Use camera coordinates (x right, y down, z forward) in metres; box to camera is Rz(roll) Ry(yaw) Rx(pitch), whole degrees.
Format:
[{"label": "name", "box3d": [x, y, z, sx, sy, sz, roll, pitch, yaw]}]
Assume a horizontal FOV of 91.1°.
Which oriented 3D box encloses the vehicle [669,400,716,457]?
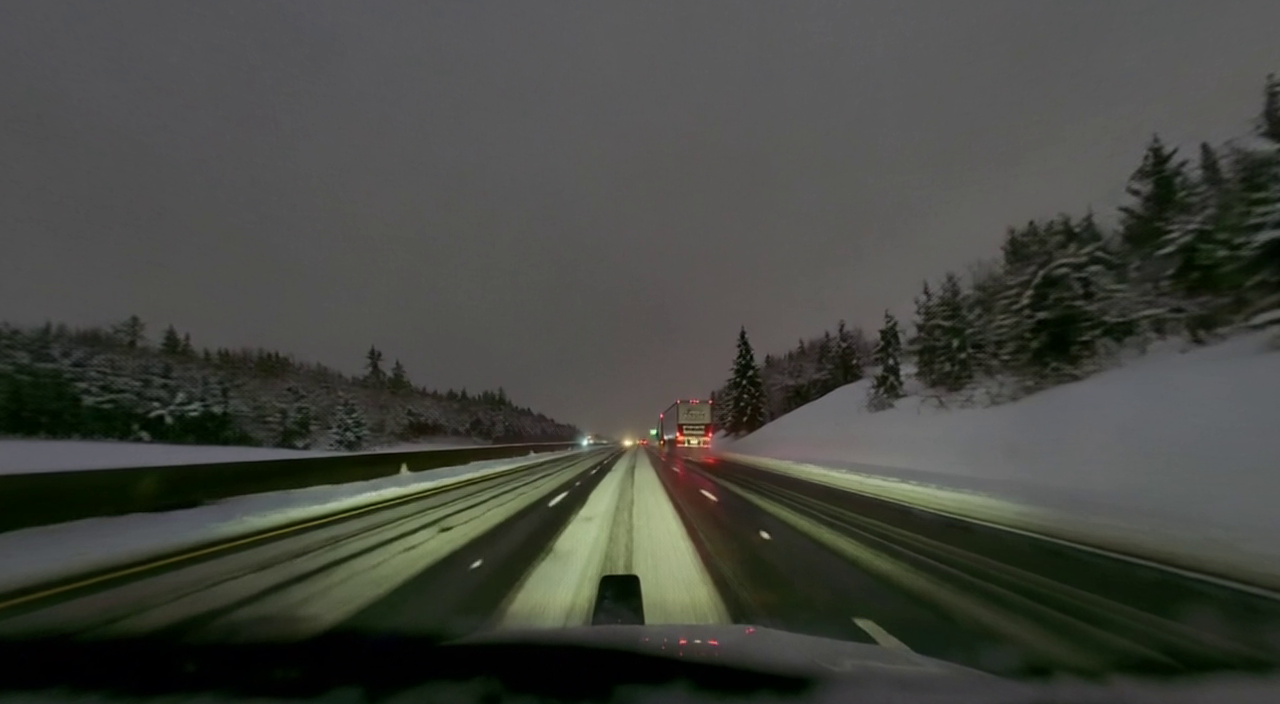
[{"label": "vehicle", "box3d": [3.884, 5.999, 48.583, 2.840, 3.947, 8.920, 0, -8, 0]}]
